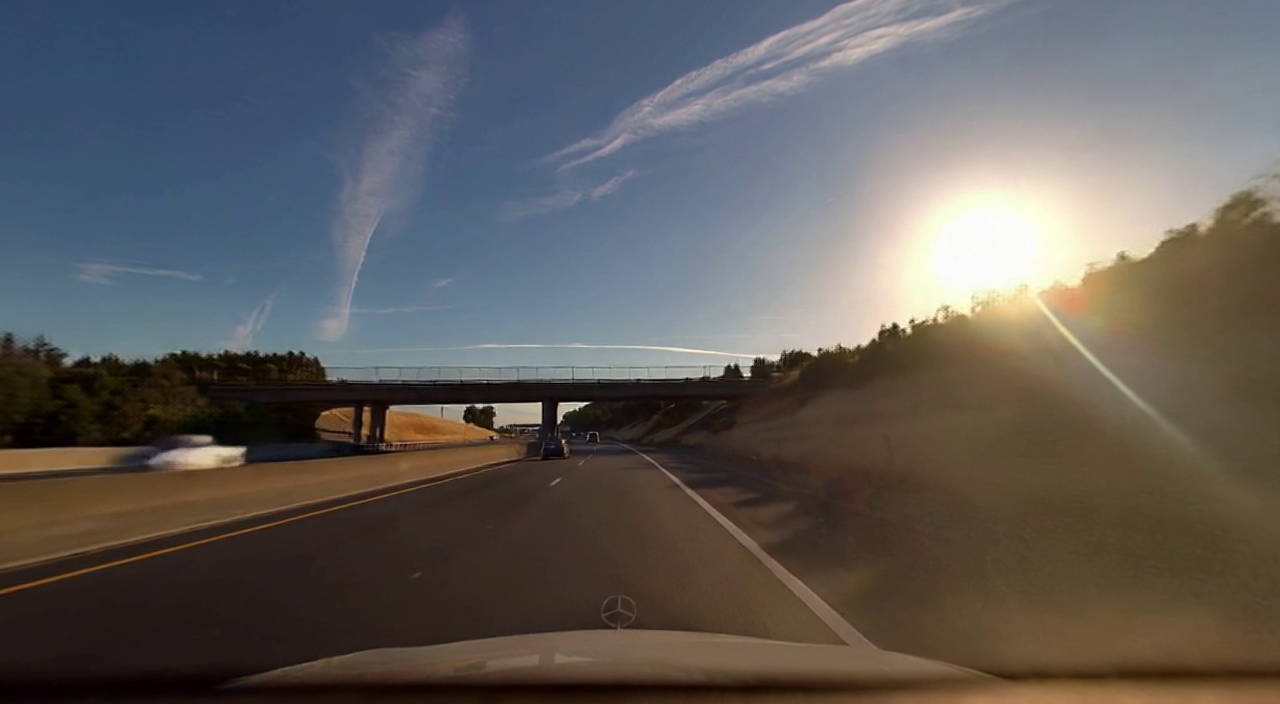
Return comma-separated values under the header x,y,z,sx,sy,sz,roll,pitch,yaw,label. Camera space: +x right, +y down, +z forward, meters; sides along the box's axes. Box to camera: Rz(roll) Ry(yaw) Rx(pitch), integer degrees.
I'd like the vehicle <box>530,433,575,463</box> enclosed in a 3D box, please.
x,y,z,sx,sy,sz,roll,pitch,yaw,label
-4.785,5.276,34.842,2.005,1.509,4.260,0,-8,-1,vehicle
